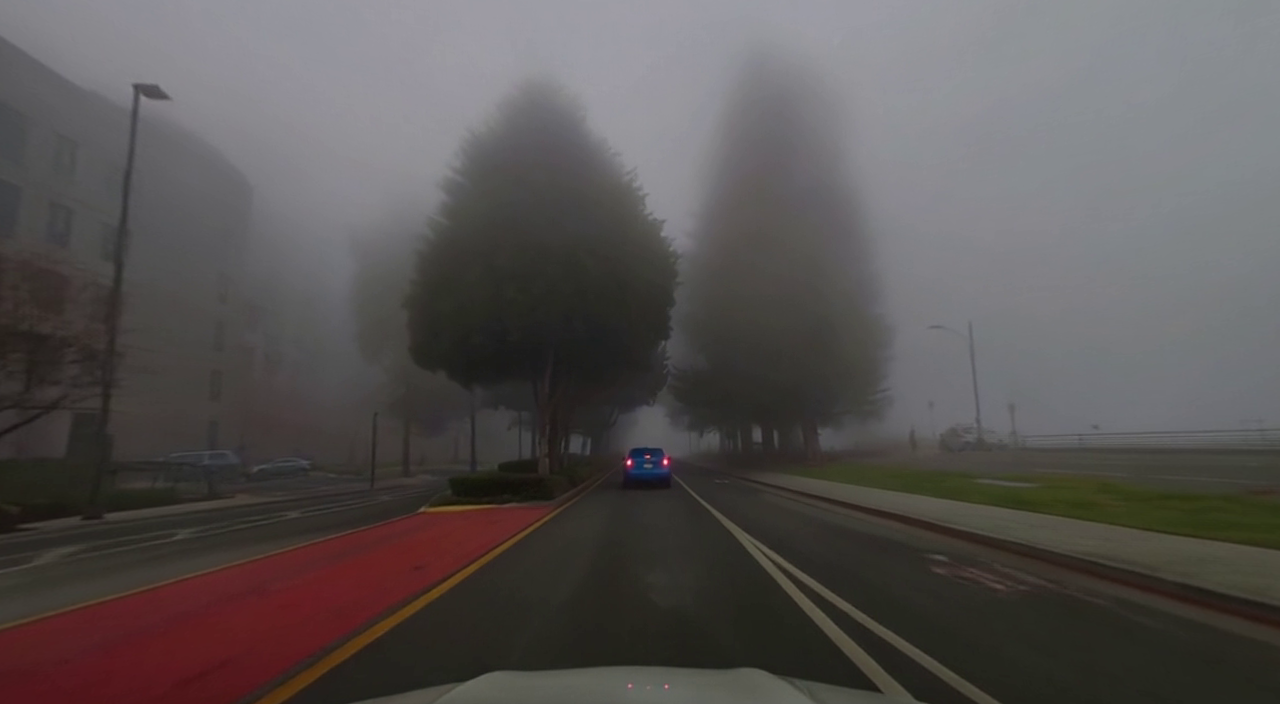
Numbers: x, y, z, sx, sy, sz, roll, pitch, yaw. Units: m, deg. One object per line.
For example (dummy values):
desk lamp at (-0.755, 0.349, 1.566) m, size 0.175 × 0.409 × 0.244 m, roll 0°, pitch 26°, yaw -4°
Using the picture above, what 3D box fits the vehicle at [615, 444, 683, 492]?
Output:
vehicle at (0.279, 3.879, 21.402) m, size 2.063 × 1.442 × 4.135 m, roll 0°, pitch -9°, yaw 0°

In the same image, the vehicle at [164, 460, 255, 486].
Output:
vehicle at (-30.159, 8.438, 44.208) m, size 4.962 × 1.561 × 1.997 m, roll 7°, pitch -11°, yaw -39°

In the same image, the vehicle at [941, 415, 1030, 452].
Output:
vehicle at (15.535, 3.749, 28.596) m, size 1.979 × 1.460 × 3.848 m, roll -1°, pitch -10°, yaw 3°
